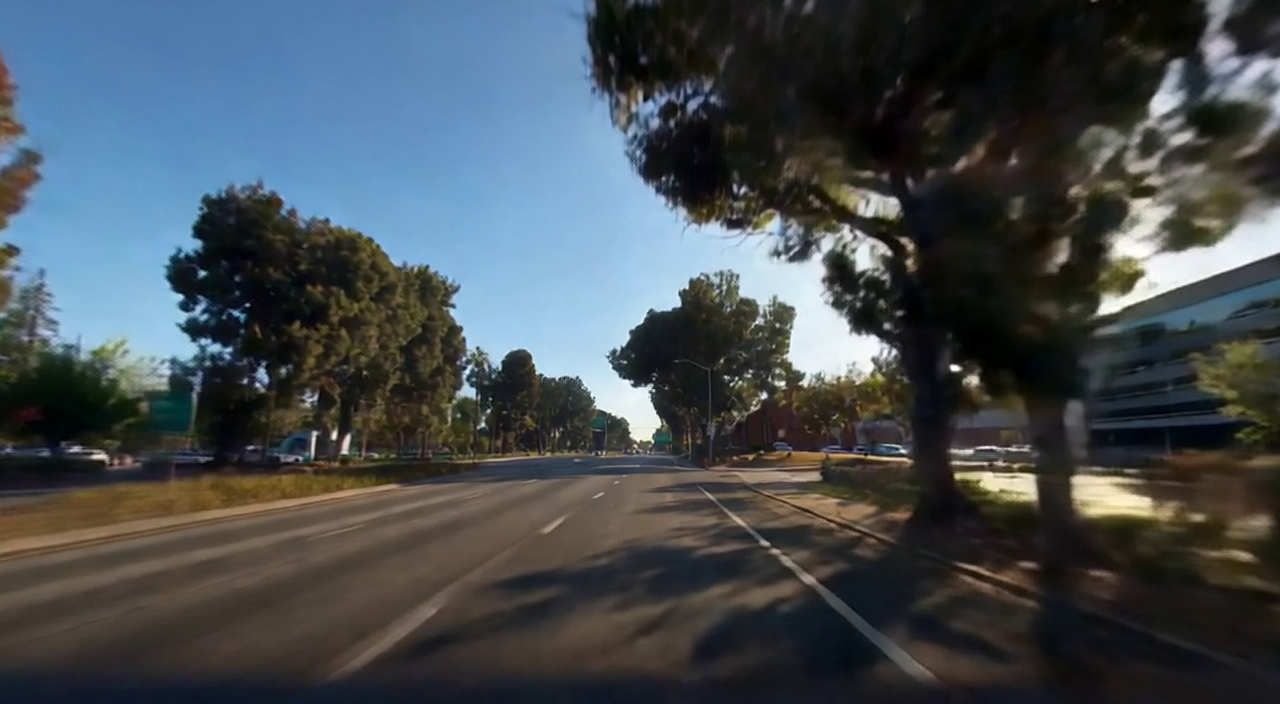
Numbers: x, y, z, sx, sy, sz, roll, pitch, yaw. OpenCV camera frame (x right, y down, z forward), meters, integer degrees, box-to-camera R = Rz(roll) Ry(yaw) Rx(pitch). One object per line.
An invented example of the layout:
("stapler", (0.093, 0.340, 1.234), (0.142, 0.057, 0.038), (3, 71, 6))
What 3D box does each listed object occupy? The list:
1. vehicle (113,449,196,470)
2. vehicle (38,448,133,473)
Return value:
("vehicle", (-34.482, 7.656, 44.851), (4.276, 1.404, 1.978), (-1, -8, 4))
("vehicle", (-35.194, 6.867, 40.103), (4.261, 1.480, 2.026), (-1, -8, 4))
